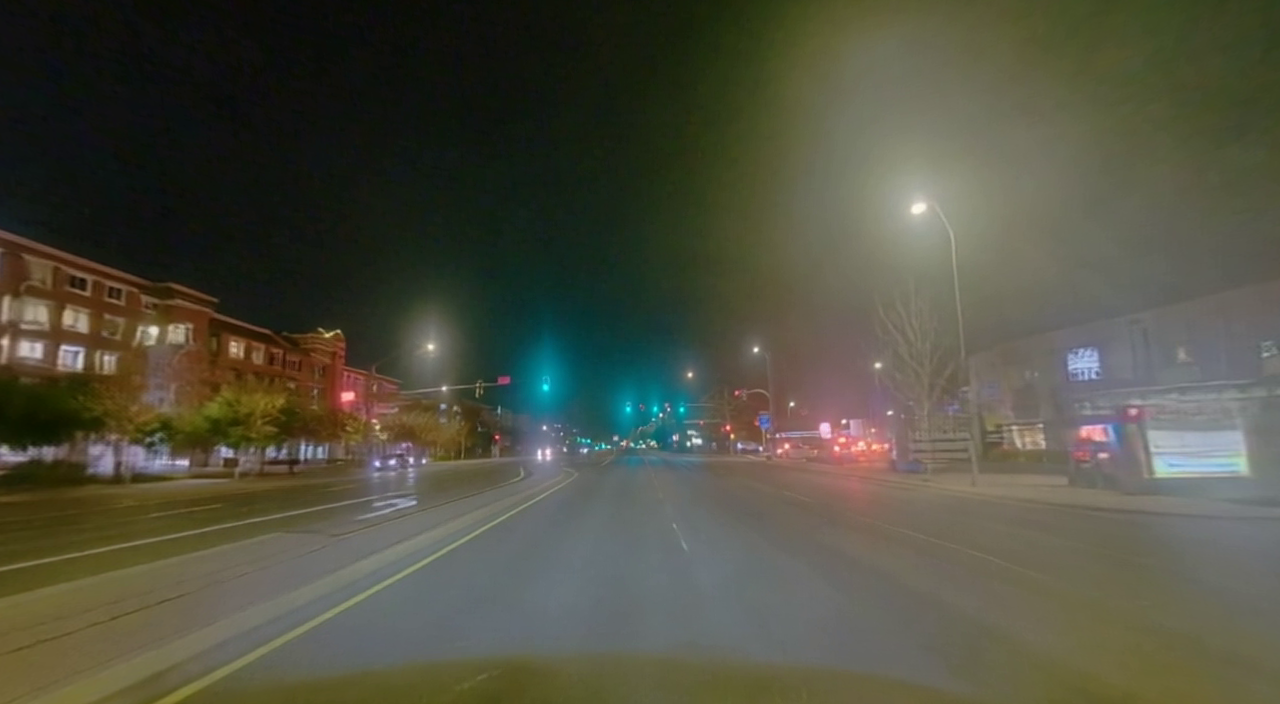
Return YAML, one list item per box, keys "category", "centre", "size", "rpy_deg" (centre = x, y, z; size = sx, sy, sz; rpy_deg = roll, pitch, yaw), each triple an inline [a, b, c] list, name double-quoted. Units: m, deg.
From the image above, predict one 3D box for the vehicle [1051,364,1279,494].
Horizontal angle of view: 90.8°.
- category: "vehicle"
  centre: [16.904, 2.318, 18.913]
  size: [7.225, 3.553, 2.709]
  rpy_deg: [0, -9, -3]

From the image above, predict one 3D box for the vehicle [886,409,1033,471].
- category: "vehicle"
  centre: [17.795, 4.967, 35.620]
  size: [6.639, 3.312, 2.759]
  rpy_deg: [-1, -9, 3]
